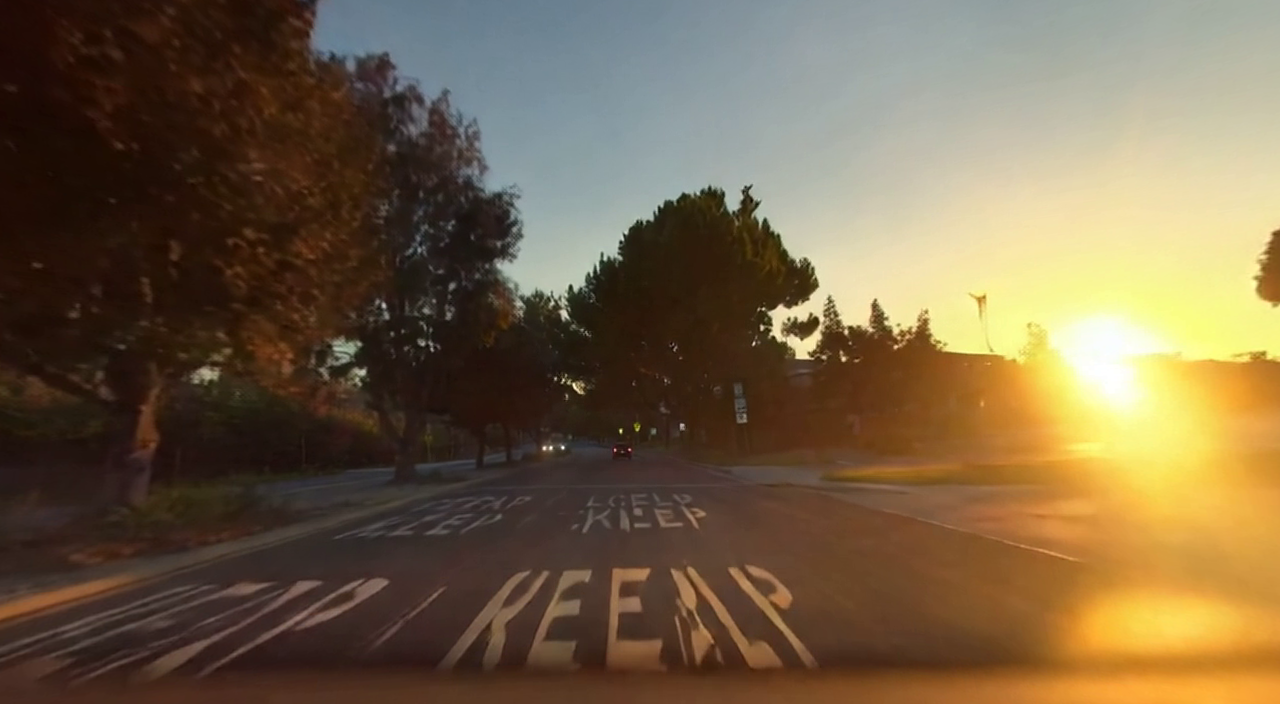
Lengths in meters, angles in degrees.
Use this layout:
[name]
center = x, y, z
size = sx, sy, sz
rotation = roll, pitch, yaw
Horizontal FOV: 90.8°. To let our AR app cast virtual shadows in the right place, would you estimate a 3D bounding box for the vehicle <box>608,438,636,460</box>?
[vehicle]
center = -1.366, 7.509, 48.886
size = 2.045, 1.613, 4.210
rotation = 0, -8, -1
